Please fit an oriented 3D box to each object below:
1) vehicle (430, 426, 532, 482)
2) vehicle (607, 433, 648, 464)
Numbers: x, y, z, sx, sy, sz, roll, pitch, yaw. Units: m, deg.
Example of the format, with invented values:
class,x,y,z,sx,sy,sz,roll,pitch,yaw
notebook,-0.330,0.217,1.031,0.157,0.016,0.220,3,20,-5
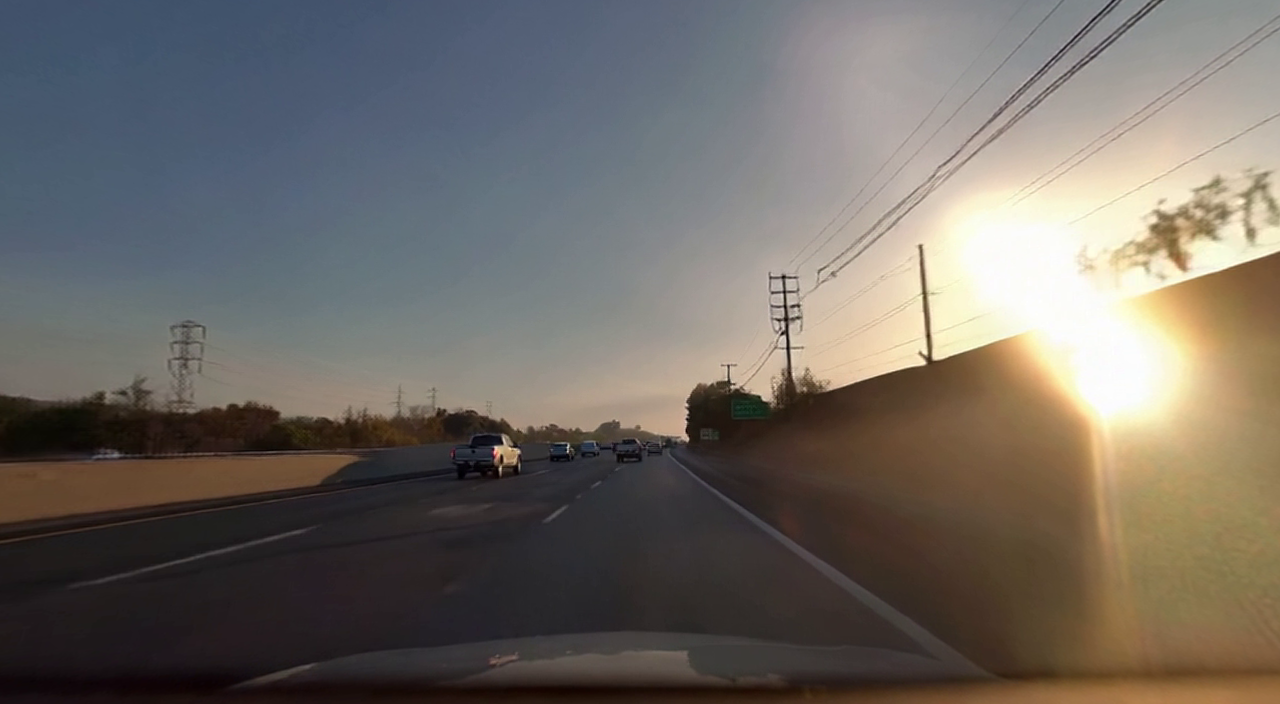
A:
class,x,y,z,sx,sy,sz,roll,pitch,yaw
vehicle,-6.317,4.167,26.131,2.460,1.992,6.474,0,-8,1
vehicle,-0.801,6.655,43.575,2.448,2.025,5.193,-1,-8,3
